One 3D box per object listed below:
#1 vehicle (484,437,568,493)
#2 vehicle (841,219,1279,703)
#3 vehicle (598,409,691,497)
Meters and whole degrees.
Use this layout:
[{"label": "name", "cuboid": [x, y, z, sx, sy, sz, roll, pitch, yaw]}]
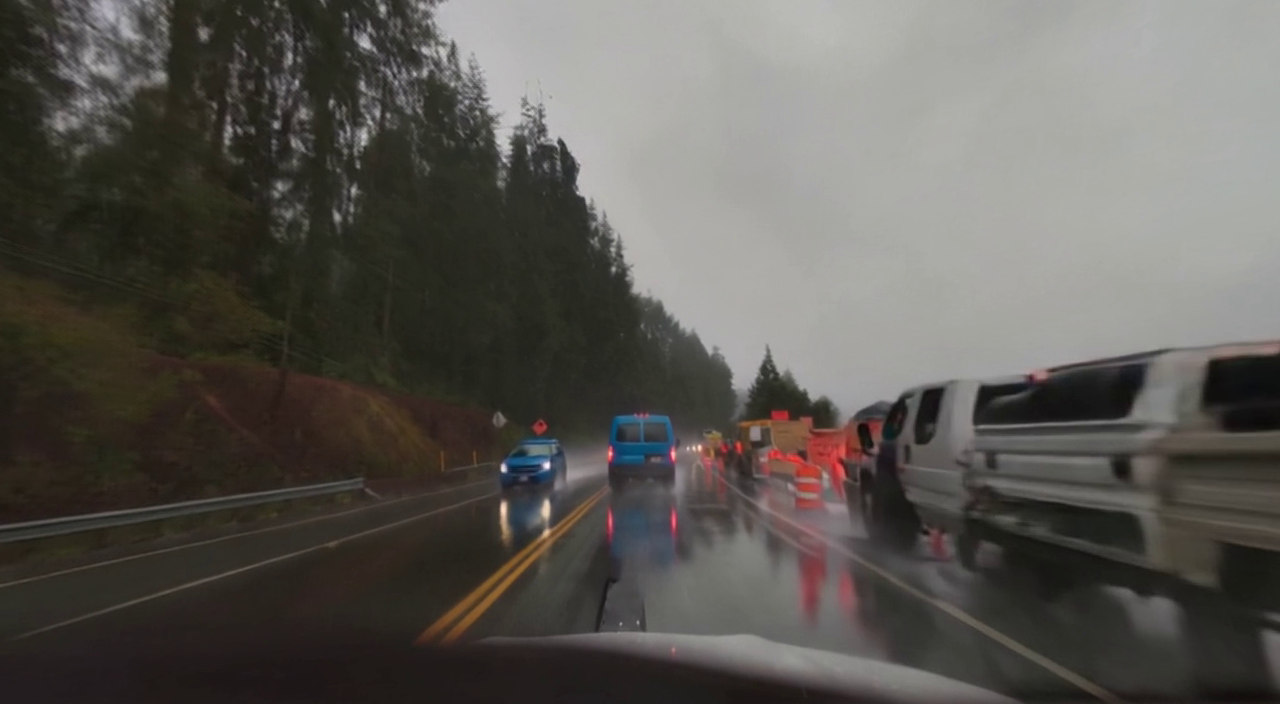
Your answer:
[{"label": "vehicle", "cuboid": [-4.078, 4.157, 23.613, 2.230, 1.842, 5.014, 0, -8, 0]}, {"label": "vehicle", "cuboid": [3.824, 0.837, 4.203, 2.833, 2.033, 7.668, 0, -8, 3]}, {"label": "vehicle", "cuboid": [0.221, 2.945, 18.681, 2.362, 2.247, 4.892, 0, -8, 3]}]
